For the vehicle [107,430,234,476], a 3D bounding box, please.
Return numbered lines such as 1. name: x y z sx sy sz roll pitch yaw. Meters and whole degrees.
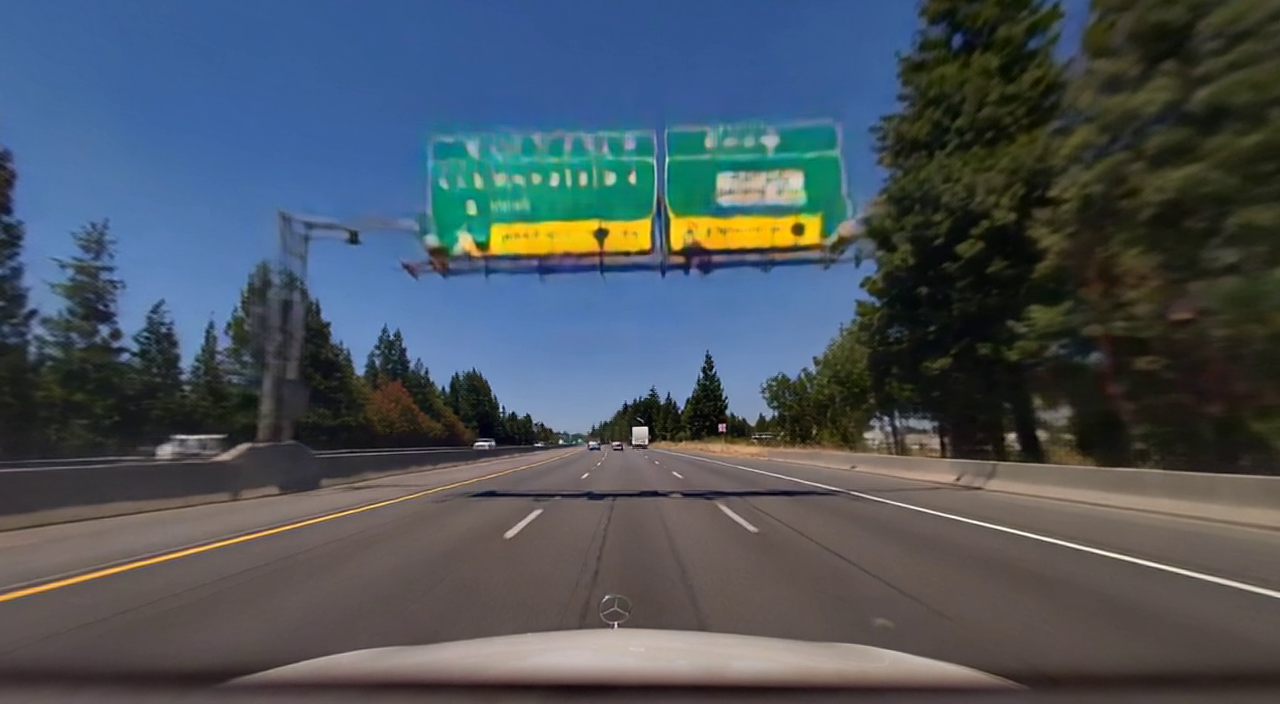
1. vehicle: -21.639 4.649 29.331 2.025 1.927 5.109 0 -8 -1
